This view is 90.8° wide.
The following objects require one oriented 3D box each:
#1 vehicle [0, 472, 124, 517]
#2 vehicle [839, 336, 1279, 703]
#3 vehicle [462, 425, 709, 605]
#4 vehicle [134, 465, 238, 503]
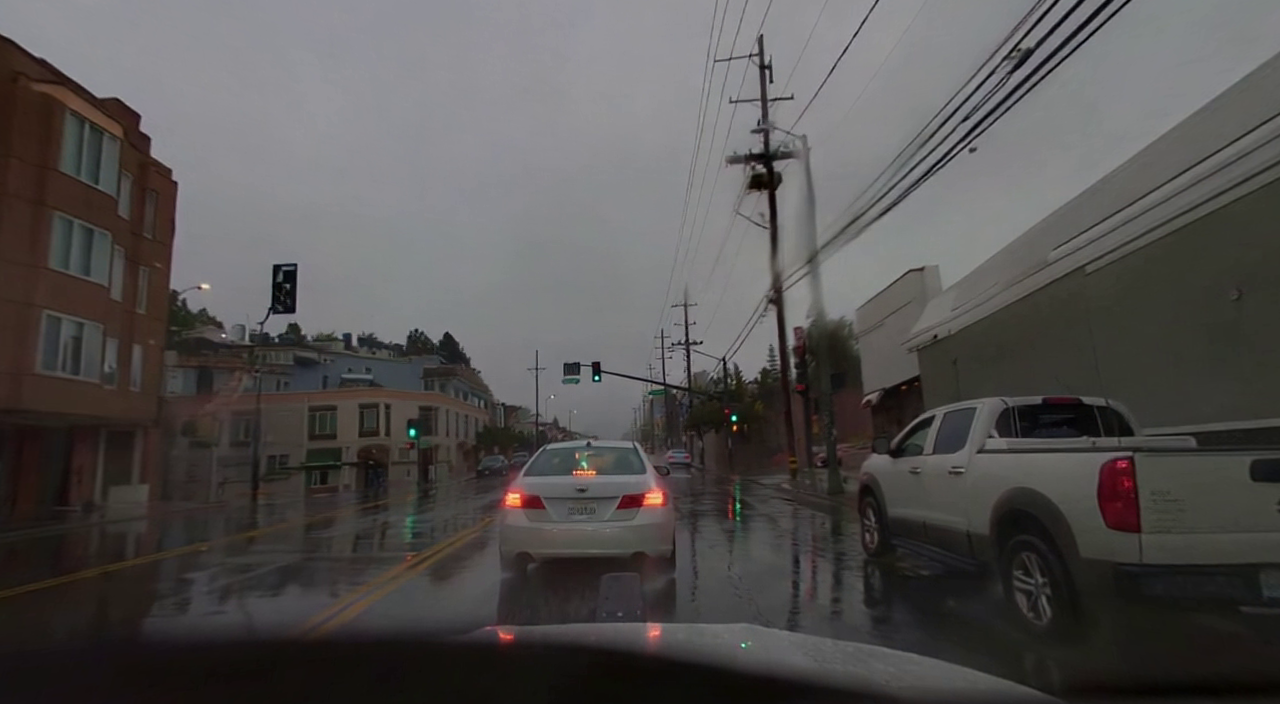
[{"bbox_3d":[-24.754,6.073,26.997,3.891,1.538,1.698,-5,-11,0],"label":"vehicle"},{"bbox_3d":[3.830,1.238,5.923,2.248,1.945,5.011,0,-8,0],"label":"vehicle"},{"bbox_3d":[-0.484,1.649,7.325,2.019,1.453,4.129,0,-8,-1],"label":"vehicle"},{"bbox_3d":[-25.369,7.373,35.390,4.337,1.739,1.981,-4,-11,1],"label":"vehicle"}]
